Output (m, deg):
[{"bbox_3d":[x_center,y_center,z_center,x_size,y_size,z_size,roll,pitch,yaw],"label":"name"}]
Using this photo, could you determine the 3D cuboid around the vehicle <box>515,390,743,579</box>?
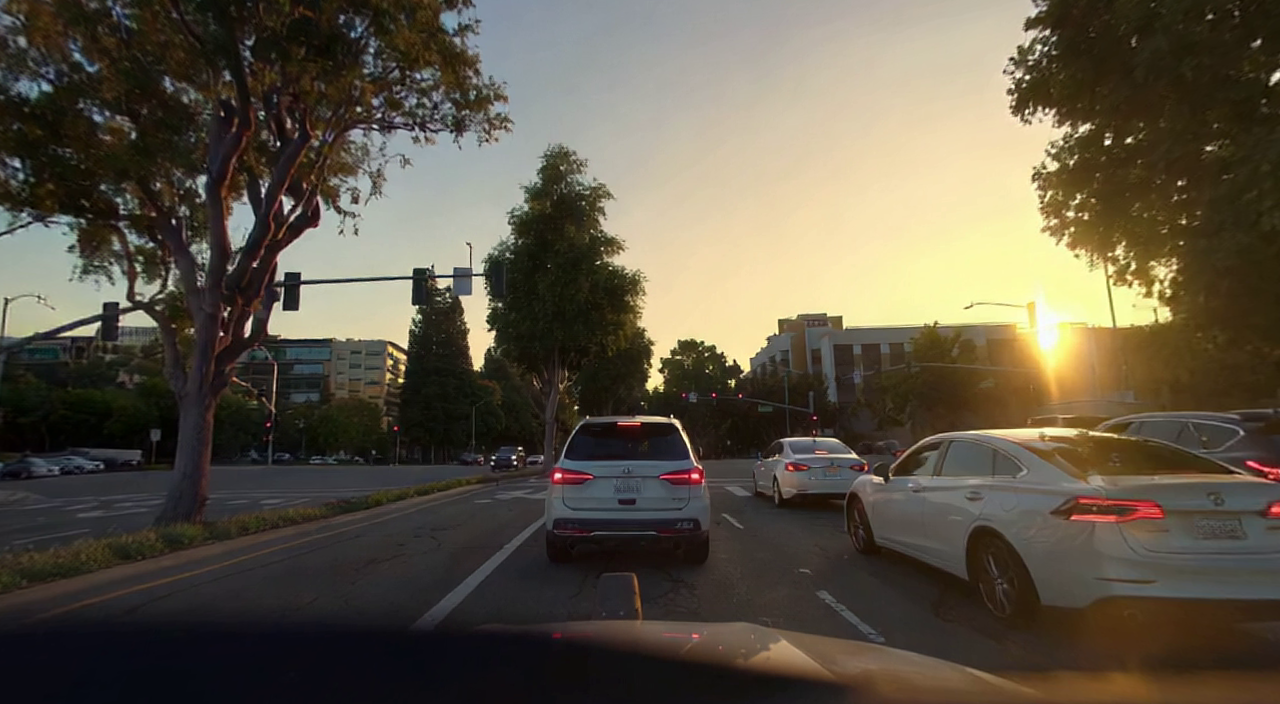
[{"bbox_3d":[-0.224,1.619,8.443,2.236,1.827,4.316,1,-9,-3],"label":"vehicle"}]

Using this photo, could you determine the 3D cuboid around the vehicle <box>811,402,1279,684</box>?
[{"bbox_3d":[3.362,1.426,5.992,2.034,1.558,4.774,0,-9,-1],"label":"vehicle"}]

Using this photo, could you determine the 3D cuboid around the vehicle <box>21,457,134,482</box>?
[{"bbox_3d":[-35.118,7.337,39.581,4.845,1.442,1.880,2,-9,-12],"label":"vehicle"}]
